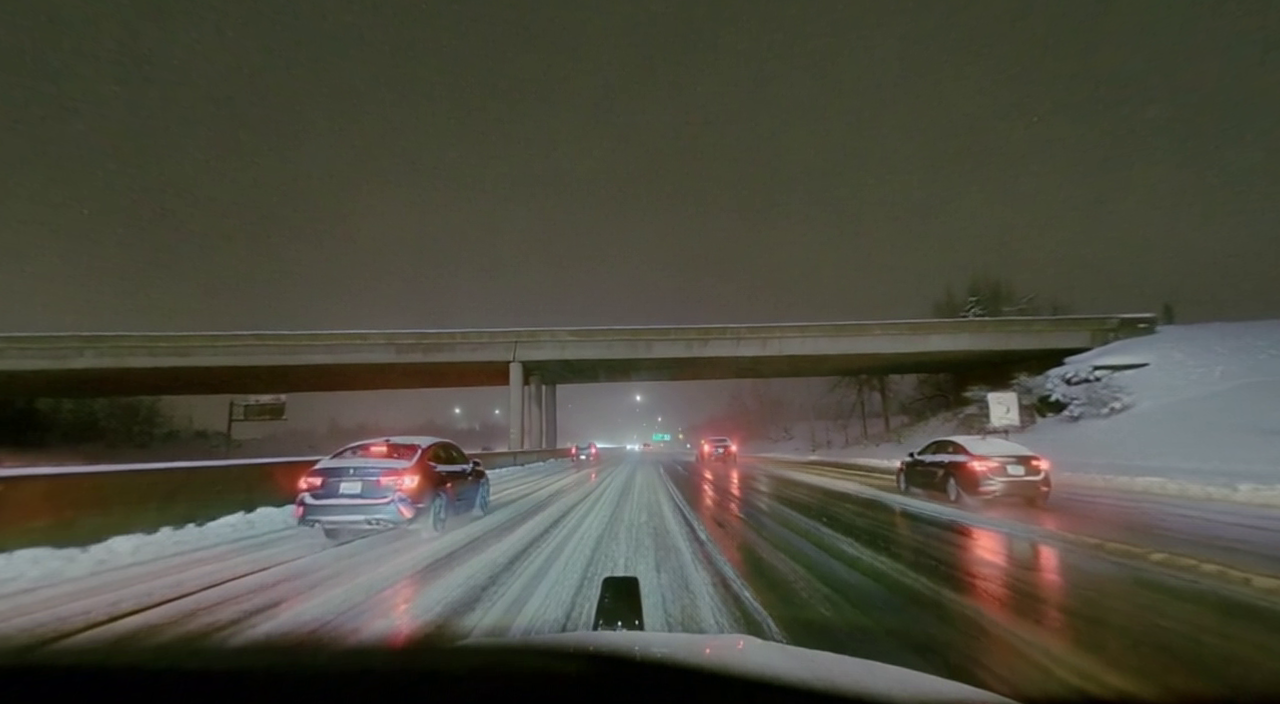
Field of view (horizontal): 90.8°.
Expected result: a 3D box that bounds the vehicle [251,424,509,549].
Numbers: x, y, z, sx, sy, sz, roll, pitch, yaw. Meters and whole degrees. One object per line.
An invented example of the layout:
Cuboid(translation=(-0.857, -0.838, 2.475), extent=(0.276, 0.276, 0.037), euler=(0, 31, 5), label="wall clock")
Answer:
Cuboid(translation=(-3.614, 1.965, 9.960), extent=(1.997, 1.476, 4.703), euler=(0, -8, 1), label="vehicle")

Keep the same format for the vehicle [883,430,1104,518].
Cuboid(translation=(6.812, 2.389, 12.866), extent=(1.989, 1.472, 4.322), euler=(0, -8, 0), label="vehicle")

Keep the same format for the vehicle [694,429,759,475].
Cuboid(translation=(3.536, 4.195, 26.615), extent=(2.072, 1.761, 4.242), euler=(0, -8, 0), label="vehicle")

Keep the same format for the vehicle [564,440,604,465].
Cuboid(translation=(-3.529, 6.456, 40.633), extent=(2.047, 1.464, 4.387), euler=(0, -8, 1), label="vehicle")
